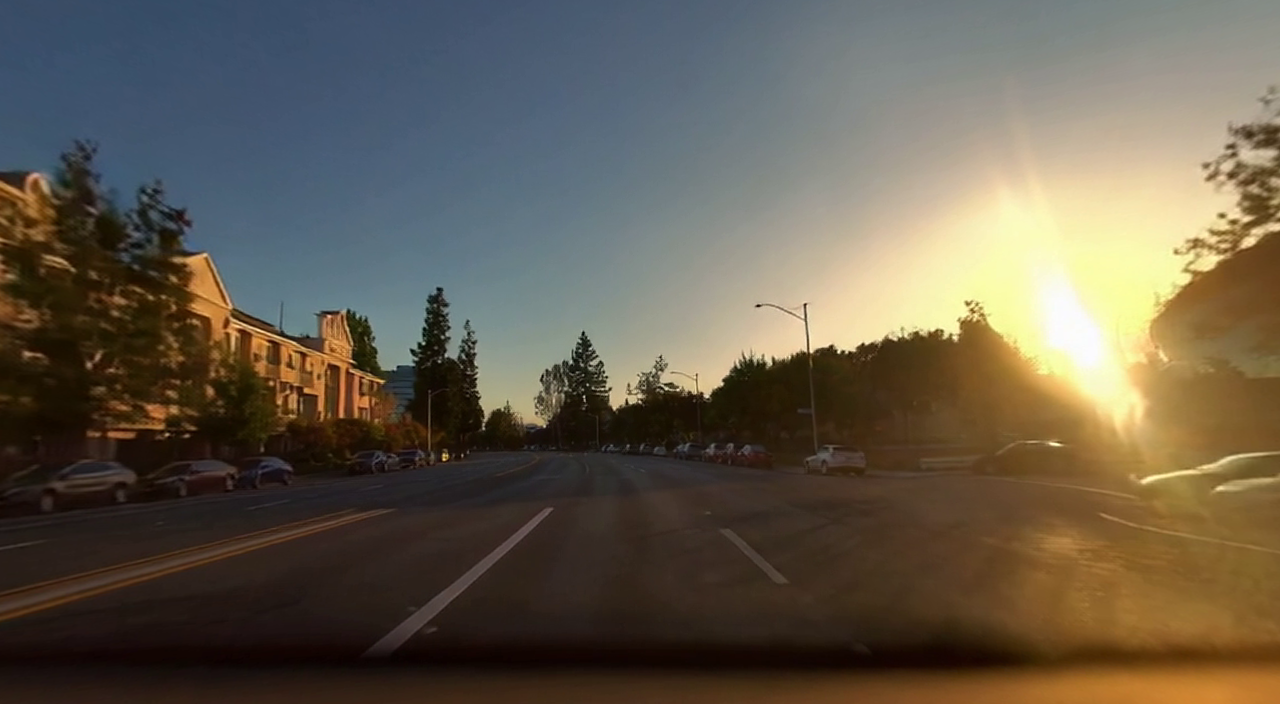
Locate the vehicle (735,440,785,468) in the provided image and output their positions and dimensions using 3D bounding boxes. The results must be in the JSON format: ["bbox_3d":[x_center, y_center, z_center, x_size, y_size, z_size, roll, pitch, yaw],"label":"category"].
[{"bbox_3d":[8.087,6.929,42.849,2.039,1.752,4.876,1,-9,-5],"label":"vehicle"}]

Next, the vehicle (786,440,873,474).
[{"bbox_3d":[9.688,5.399,32.535,1.919,1.627,4.196,4,-10,-26],"label":"vehicle"}]

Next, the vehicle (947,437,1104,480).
[{"bbox_3d":[15.873,4.385,26.194,5.088,1.538,2.114,-2,-7,3],"label":"vehicle"}]

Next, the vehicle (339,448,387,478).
[{"bbox_3d":[-19.128,7.658,43.728,1.916,1.657,4.366,-1,-6,-8],"label":"vehicle"}]

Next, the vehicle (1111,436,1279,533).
[{"bbox_3d":[10.770,2.290,11.427,1.901,1.423,4.448,-2,-9,14],"label":"vehicle"}]

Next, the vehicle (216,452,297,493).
[{"bbox_3d":[-17.942,5.624,29.659,1.836,1.512,3.581,-2,-6,-5],"label":"vehicle"}]

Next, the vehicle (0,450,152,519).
[{"bbox_3d":[-17.530,3.897,19.138,1.883,1.775,4.466,-1,-8,-2],"label":"vehicle"}]

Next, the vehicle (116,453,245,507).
[{"bbox_3d":[-17.634,4.874,24.509,1.802,1.477,4.648,-3,-5,-4],"label":"vehicle"}]
